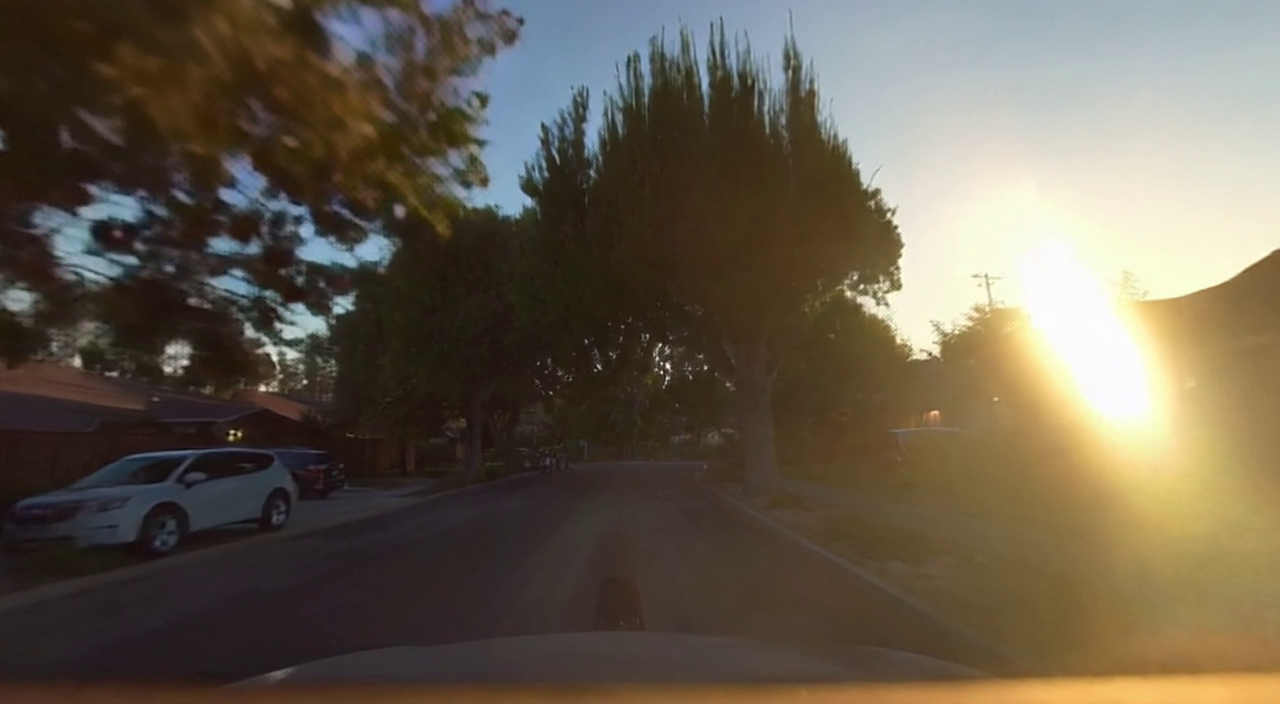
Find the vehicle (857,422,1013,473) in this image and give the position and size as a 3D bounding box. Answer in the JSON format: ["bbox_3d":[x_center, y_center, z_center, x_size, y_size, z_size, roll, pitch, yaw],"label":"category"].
[{"bbox_3d":[12.093,3.931,26.115,5.367,1.953,2.257,1,-9,-9],"label":"vehicle"}]

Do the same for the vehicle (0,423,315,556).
[{"bbox_3d":[-8.427,2.391,11.518,2.352,1.843,4.979,-1,-10,0],"label":"vehicle"}]
